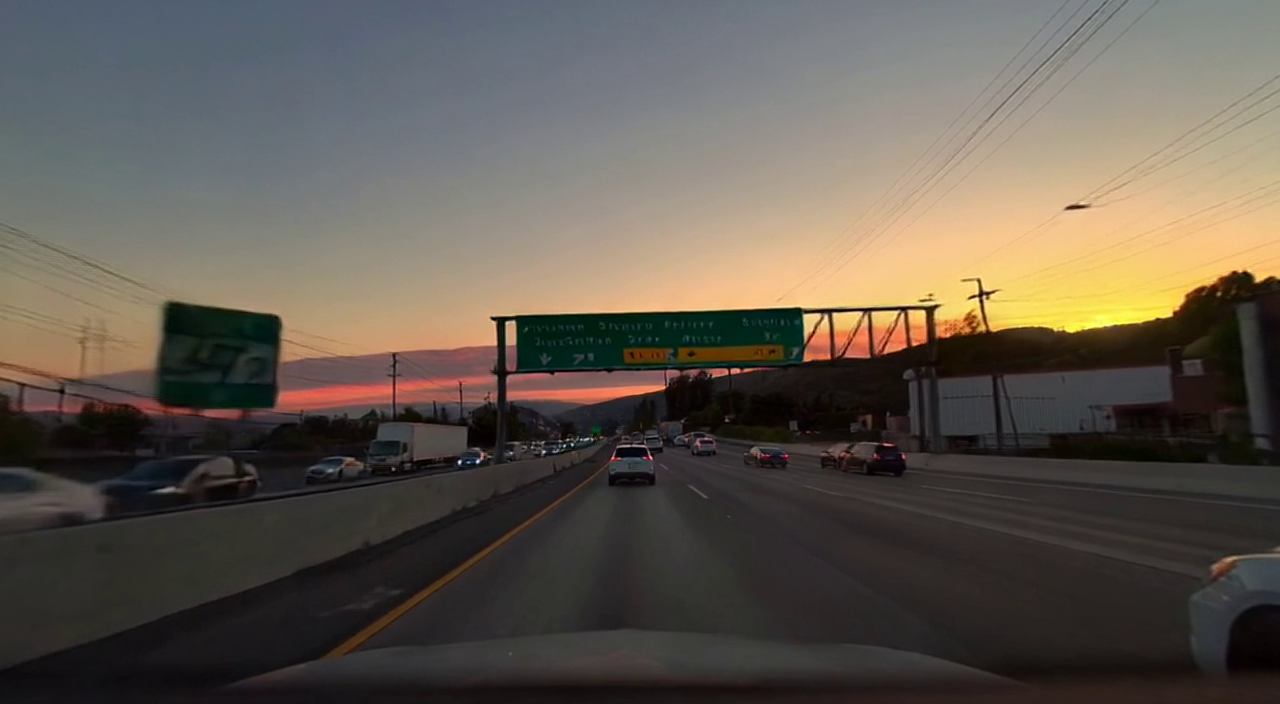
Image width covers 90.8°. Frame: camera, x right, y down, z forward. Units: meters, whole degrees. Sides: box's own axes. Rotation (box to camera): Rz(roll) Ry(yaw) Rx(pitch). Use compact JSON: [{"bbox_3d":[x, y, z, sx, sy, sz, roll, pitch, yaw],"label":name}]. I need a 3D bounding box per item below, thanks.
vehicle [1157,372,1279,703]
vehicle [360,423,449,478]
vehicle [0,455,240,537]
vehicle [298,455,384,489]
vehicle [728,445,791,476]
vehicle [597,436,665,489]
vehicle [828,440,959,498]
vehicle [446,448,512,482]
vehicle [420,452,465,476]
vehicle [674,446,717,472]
[{"bbox_3d":[3.314,0.635,0.852,1.967,1.547,3.777,0,-9,0],"label":"vehicle"},{"bbox_3d":[-18.292,7.753,49.937,3.068,3.921,9.552,0,-9,1],"label":"vehicle"},{"bbox_3d":[-11.439,3.088,14.216,1.876,1.462,4.584,0,-9,0],"label":"vehicle"},{"bbox_3d":[-14.830,5.962,31.654,1.924,1.472,4.767,0,-9,1],"label":"vehicle"},{"bbox_3d":[6.010,5.489,32.285,1.934,1.461,4.368,1,-9,-6],"label":"vehicle"},{"bbox_3d":[-0.337,4.120,23.915,2.298,1.809,4.359,0,-8,-1],"label":"vehicle"},{"bbox_3d":[7.188,3.333,18.467,1.958,1.473,4.201,0,-9,-2],"label":"vehicle"},{"bbox_3d":[-8.241,5.808,32.841,2.069,1.613,4.660,0,-9,2],"label":"vehicle"},{"bbox_3d":[-14.740,8.382,47.425,1.952,1.650,4.414,0,-9,0],"label":"vehicle"},{"bbox_3d":[3.288,6.449,38.424,2.115,1.481,3.968,0,-9,-2],"label":"vehicle"}]
